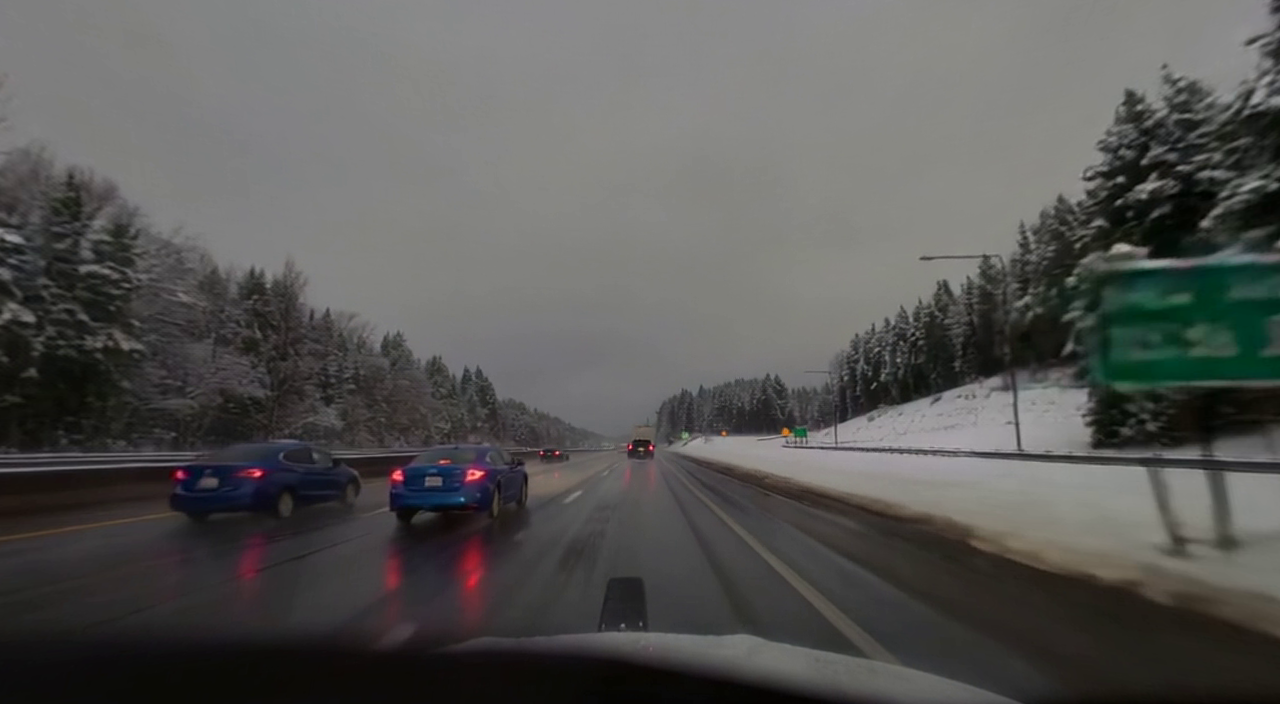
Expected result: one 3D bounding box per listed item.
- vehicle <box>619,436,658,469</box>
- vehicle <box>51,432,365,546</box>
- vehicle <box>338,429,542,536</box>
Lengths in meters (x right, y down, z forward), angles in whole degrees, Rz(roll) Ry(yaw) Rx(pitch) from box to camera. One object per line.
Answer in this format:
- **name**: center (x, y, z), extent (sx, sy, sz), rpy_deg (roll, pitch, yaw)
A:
- **vehicle**: center (-0.052, 6.303, 39.871), extent (2.309, 1.915, 5.130), rpy_deg (0, -8, 1)
- **vehicle**: center (-6.859, 2.196, 10.885), extent (2.009, 1.519, 4.697), rpy_deg (0, -8, 2)
- **vehicle**: center (-3.400, 2.343, 12.070), extent (2.139, 1.589, 5.102), rpy_deg (0, -8, 1)
